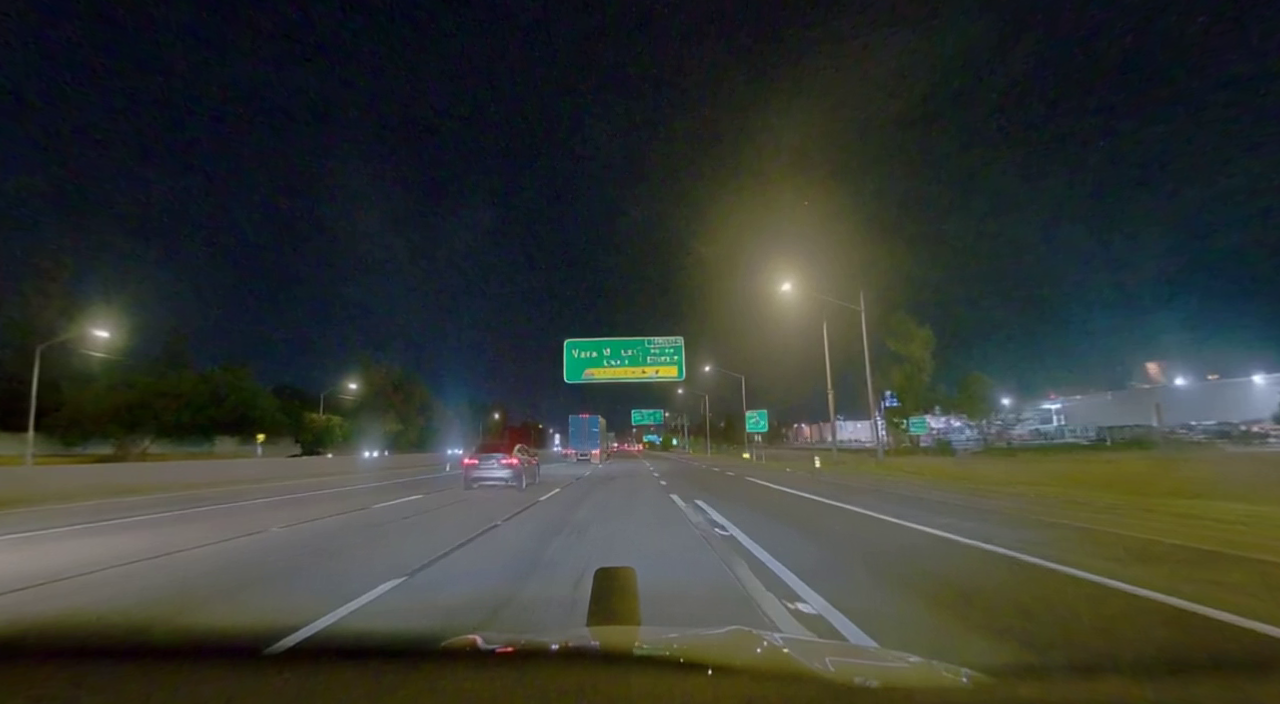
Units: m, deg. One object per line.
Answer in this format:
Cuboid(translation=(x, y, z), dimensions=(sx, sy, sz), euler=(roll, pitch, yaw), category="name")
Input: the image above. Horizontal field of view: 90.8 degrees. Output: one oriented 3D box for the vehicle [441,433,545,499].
Cuboid(translation=(-4.101, 3.250, 18.378), dimensions=(2.033, 1.669, 4.112), euler=(0, -9, 0), category="vehicle")
